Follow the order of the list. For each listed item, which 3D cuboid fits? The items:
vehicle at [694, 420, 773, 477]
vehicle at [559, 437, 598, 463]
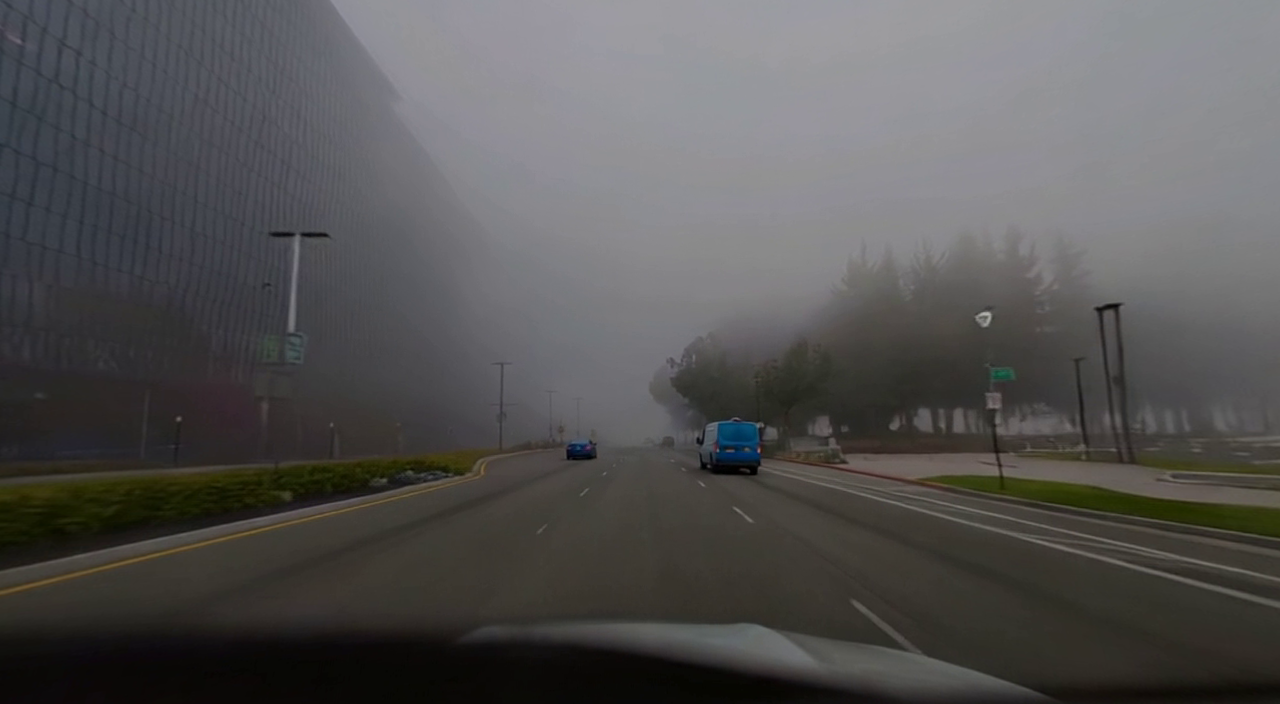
[{"bbox_3d":[3.417,3.683,24.099,2.200,1.914,5.145,0,-8,0],"label":"vehicle"},{"bbox_3d":[-3.651,5.850,37.819,1.864,1.464,4.195,0,-8,1],"label":"vehicle"}]
